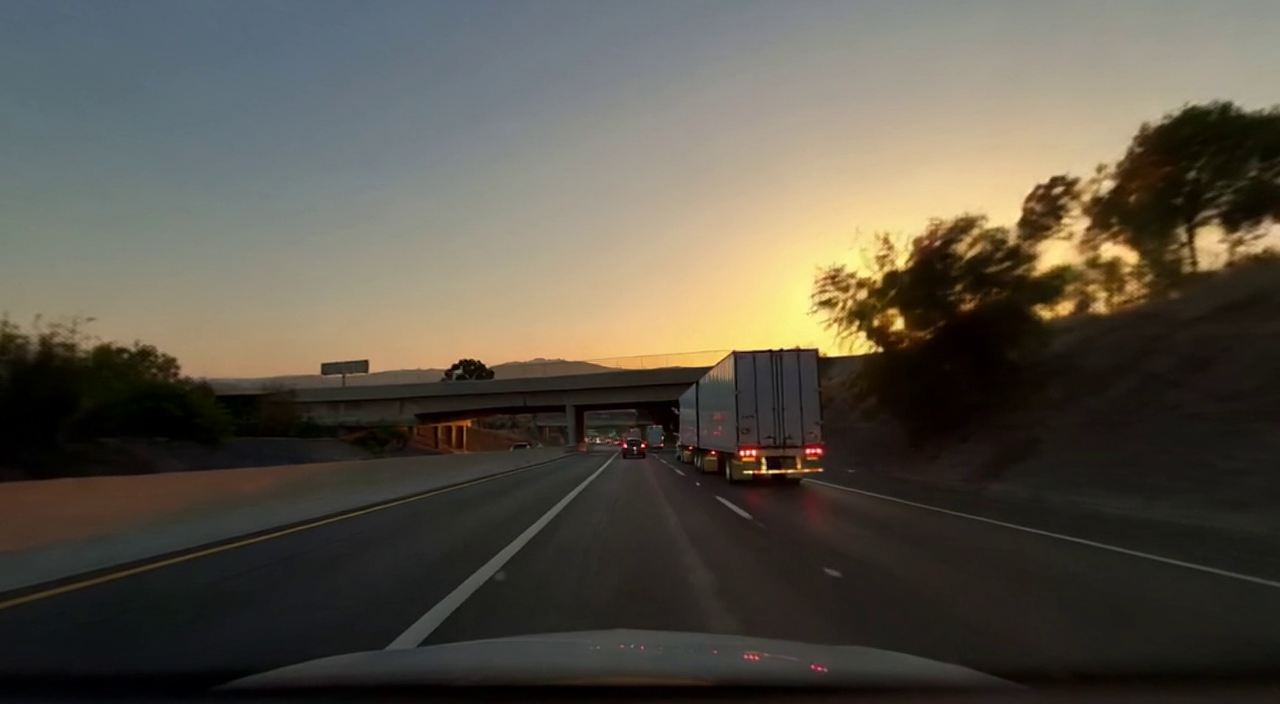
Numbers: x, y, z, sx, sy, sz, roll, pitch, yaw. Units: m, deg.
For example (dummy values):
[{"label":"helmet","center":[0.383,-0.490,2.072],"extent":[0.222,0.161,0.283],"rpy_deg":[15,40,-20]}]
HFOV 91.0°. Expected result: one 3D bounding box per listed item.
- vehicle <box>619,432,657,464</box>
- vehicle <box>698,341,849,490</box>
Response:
[{"label":"vehicle","center":[-0.188,6.628,43.564],"extent":[2.456,2.007,4.728],"rpy_deg":[0,-8,-1]},{"label":"vehicle","center":[3.929,2.274,21.108],"extent":[2.967,3.961,8.660],"rpy_deg":[0,-8,-1]}]
